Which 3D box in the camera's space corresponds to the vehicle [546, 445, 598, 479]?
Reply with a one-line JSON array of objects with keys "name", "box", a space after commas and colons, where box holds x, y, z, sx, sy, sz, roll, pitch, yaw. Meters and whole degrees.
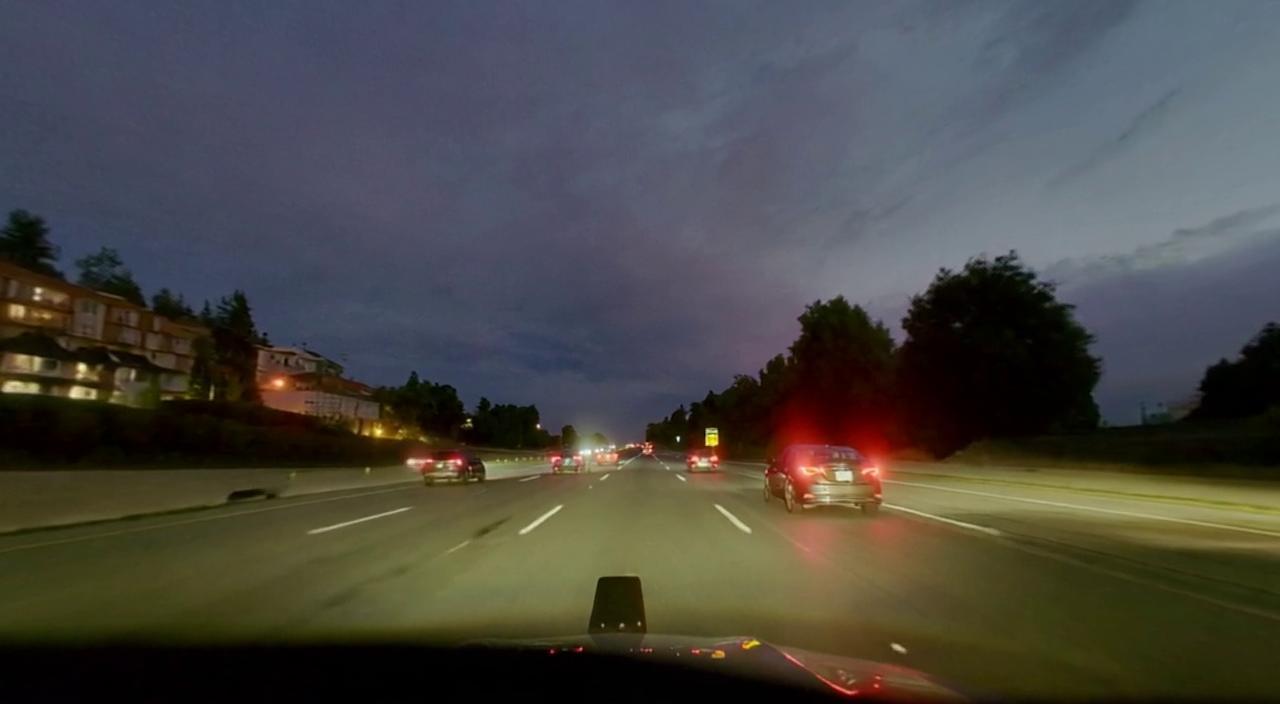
[{"name": "vehicle", "box": [-3.384, 5.533, 32.109, 2.136, 1.571, 4.285, 0, -8, 1]}]

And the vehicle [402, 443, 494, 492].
[{"name": "vehicle", "box": [-7.225, 4.366, 24.245, 2.057, 1.681, 4.277, 0, -8, 1]}]

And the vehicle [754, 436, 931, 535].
[{"name": "vehicle", "box": [3.547, 2.391, 11.988, 1.912, 1.509, 4.291, 0, -8, 0]}]

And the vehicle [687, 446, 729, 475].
[{"name": "vehicle", "box": [3.697, 5.930, 34.702, 1.854, 1.438, 3.954, 0, -8, 0]}]

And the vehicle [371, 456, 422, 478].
[{"name": "vehicle", "box": [-18.635, 8.794, 48.453, 1.959, 1.483, 4.641, -1, -8, 2]}]
